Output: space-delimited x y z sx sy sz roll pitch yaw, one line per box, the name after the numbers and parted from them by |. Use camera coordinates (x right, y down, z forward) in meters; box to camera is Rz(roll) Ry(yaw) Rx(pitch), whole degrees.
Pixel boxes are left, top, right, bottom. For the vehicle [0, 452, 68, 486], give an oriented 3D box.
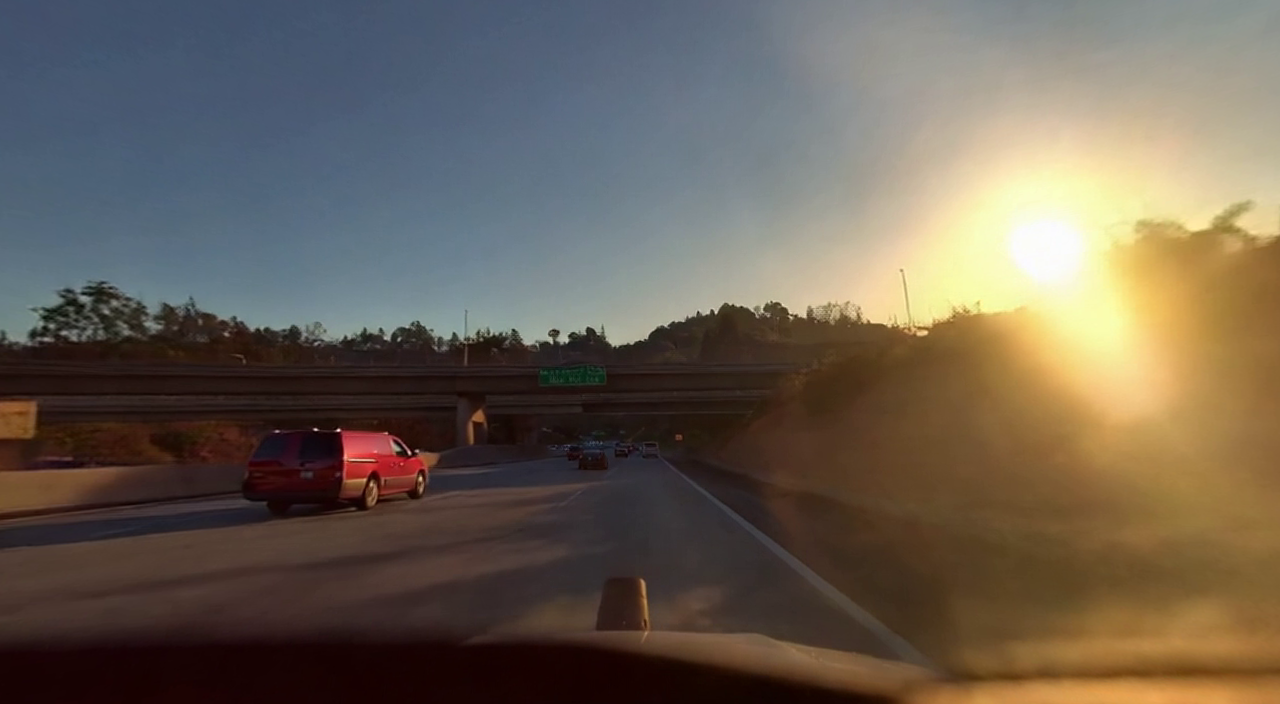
-27.954 5.169 28.012 1.644 1.420 3.518 -1 -8 2 | vehicle

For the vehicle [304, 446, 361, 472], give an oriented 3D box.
-16.592 5.771 34.191 1.441 1.325 3.178 0 -8 0 | vehicle
